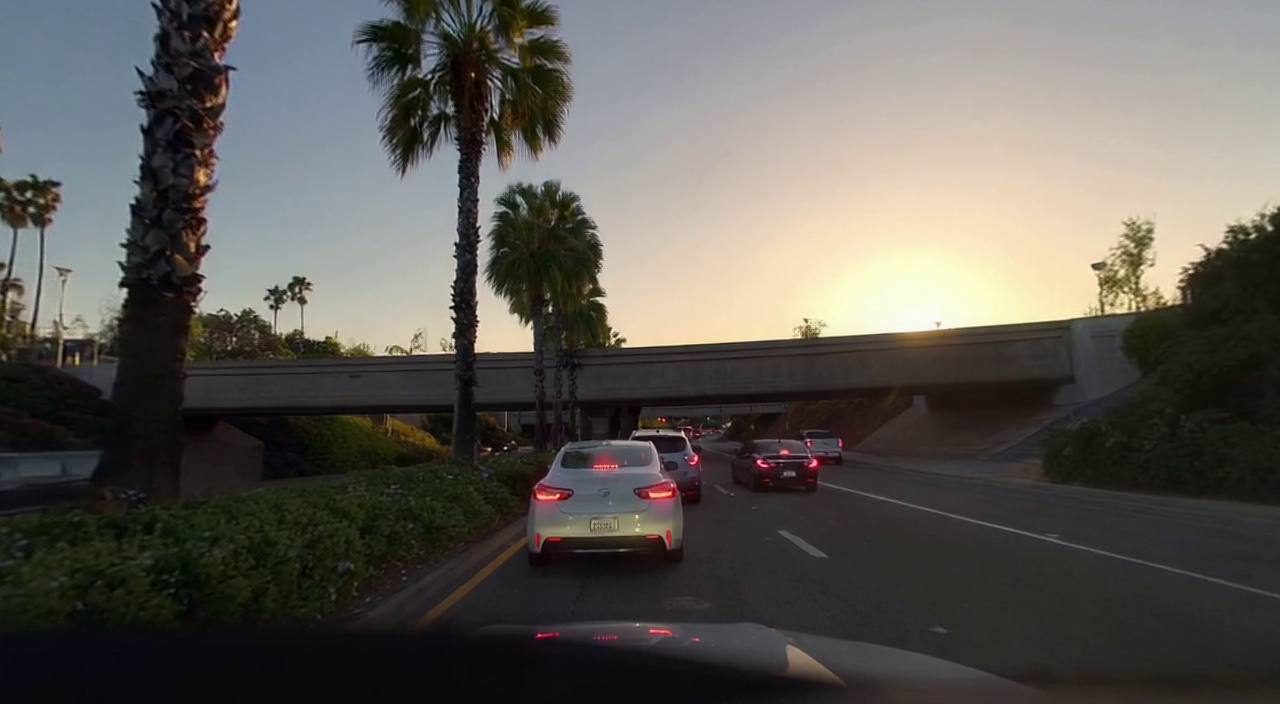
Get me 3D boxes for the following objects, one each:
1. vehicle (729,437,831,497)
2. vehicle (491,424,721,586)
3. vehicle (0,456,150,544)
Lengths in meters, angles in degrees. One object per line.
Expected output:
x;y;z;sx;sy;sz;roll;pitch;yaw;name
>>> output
3.933;3.313;18.548;2.034;1.517;4.840;0;-9;2;vehicle
-0.256;1.750;8.004;2.172;1.506;4.018;0;-9;2;vehicle
-12.285;2.813;12.166;1.933;1.486;4.449;0;-9;0;vehicle
